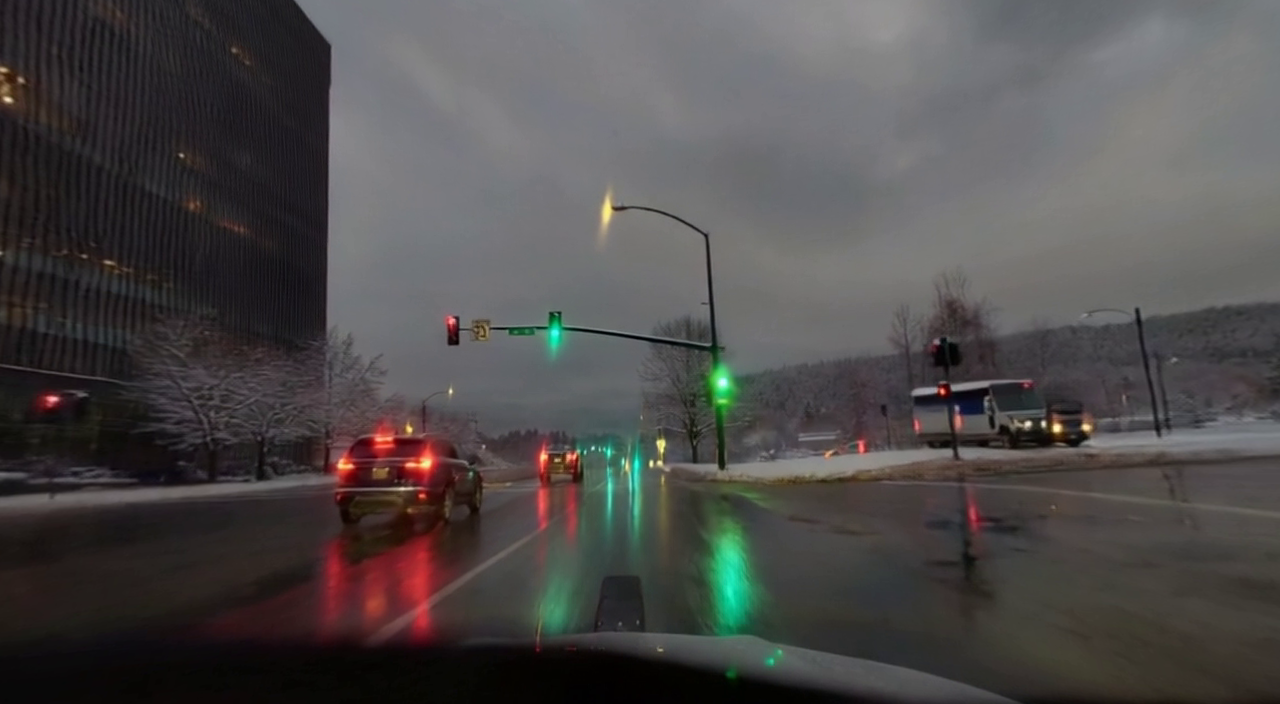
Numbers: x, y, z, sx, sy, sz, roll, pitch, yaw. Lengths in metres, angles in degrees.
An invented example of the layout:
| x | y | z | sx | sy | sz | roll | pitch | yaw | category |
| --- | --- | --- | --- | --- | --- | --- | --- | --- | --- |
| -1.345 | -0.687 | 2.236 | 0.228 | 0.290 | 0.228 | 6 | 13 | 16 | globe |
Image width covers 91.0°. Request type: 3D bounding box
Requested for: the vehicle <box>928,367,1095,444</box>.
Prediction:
| x | y | z | sx | sy | sz | roll | pitch | yaw | category |
| --- | --- | --- | --- | --- | --- | --- | --- | --- | --- |
| 15.695 | 2.450 | 27.065 | 4.005 | 2.827 | 4.538 | 2 | -10 | -10 | vehicle |

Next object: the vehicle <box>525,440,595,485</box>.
| x | y | z | sx | sy | sz | roll | pitch | yaw | category |
| --- | --- | --- | --- | --- | --- | --- | --- | --- | --- |
| -3.526 | 5.015 | 28.848 | 2.384 | 1.849 | 5.009 | -1 | -9 | 2 | vehicle |

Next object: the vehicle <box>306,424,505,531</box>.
| x | y | z | sx | sy | sz | roll | pitch | yaw | category |
| --- | --- | --- | --- | --- | --- | --- | --- | --- | --- |
| -4.358 | 2.422 | 12.723 | 2.169 | 1.741 | 4.588 | -1 | -9 | 1 | vehicle |
